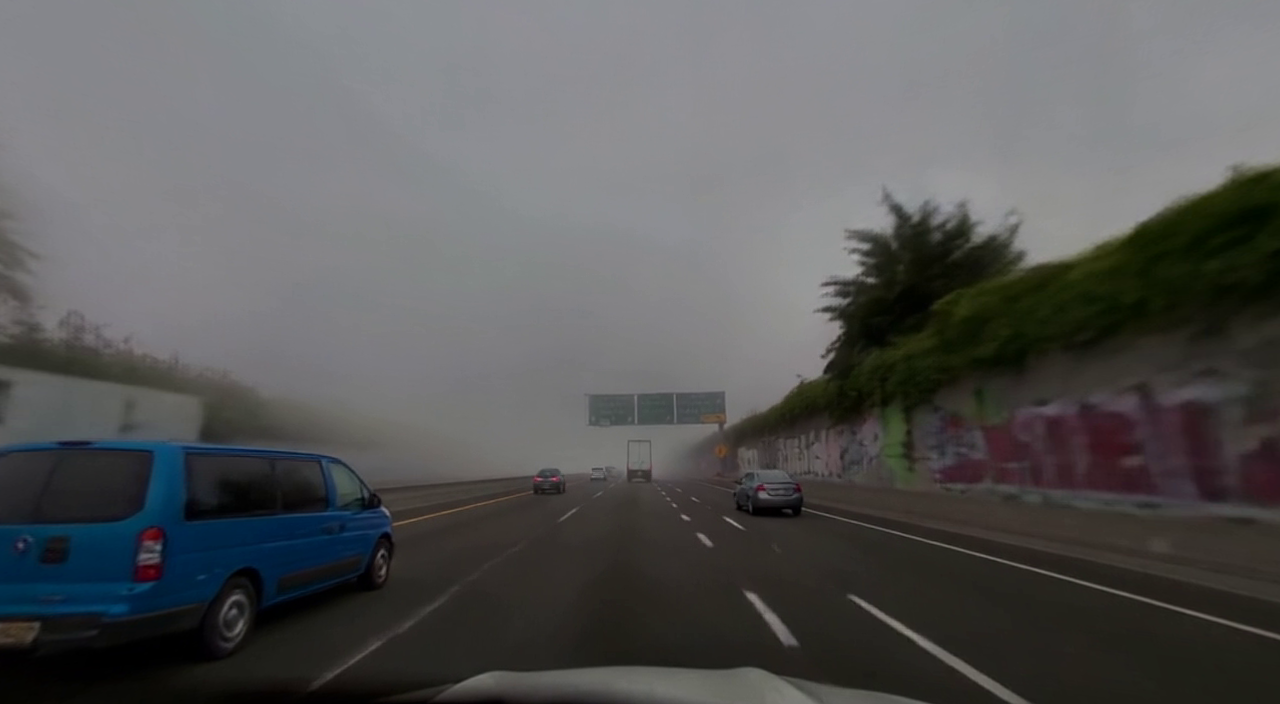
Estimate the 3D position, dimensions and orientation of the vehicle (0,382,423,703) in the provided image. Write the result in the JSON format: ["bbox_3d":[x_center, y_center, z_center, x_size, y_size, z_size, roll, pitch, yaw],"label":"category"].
[{"bbox_3d":[-3.491,1.322,4.822,2.004,1.610,4.508,1,-10,0],"label":"vehicle"}]

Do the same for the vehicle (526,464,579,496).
[{"bbox_3d":[-4.248,6.275,31.144,2.054,1.443,4.131,1,-10,-1],"label":"vehicle"}]

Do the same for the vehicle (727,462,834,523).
[{"bbox_3d":[3.758,3.866,17.686,1.917,1.458,4.199,1,-10,-2],"label":"vehicle"}]
